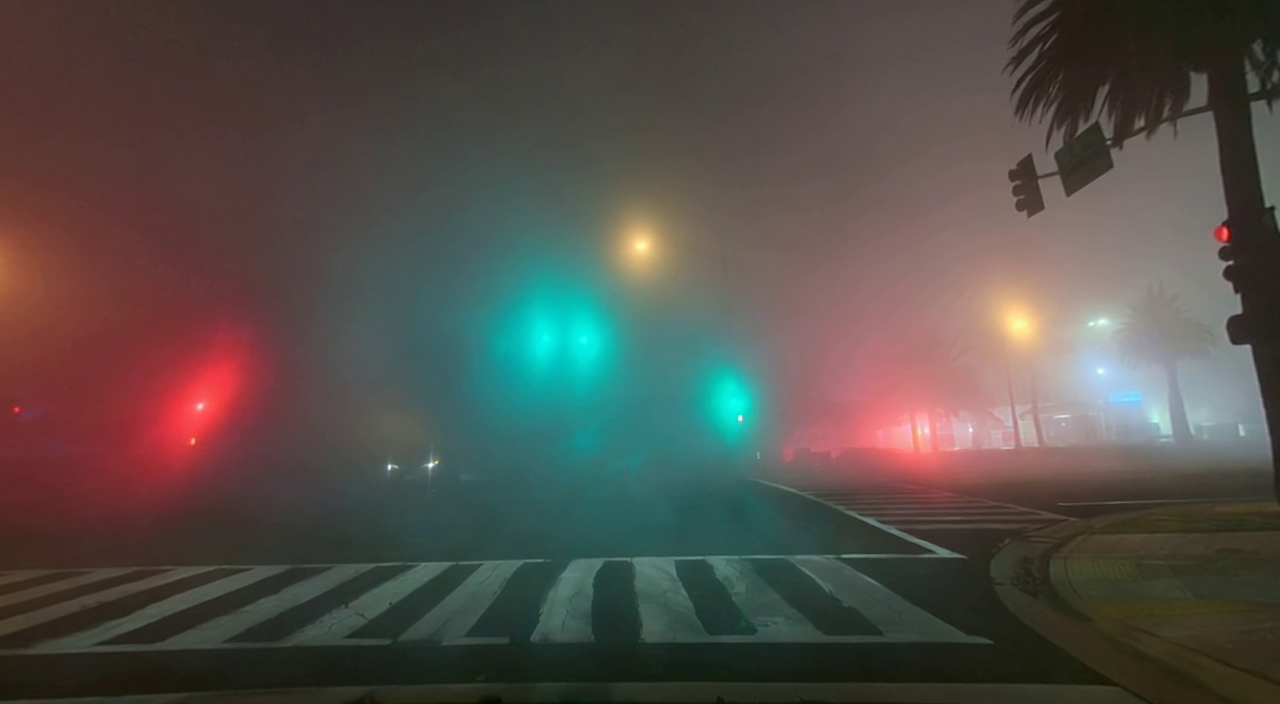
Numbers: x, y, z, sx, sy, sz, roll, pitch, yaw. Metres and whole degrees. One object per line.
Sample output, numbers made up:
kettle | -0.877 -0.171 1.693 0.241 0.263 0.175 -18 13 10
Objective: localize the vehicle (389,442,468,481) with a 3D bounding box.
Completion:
vehicle | -10.742 5.581 32.364 2.270 1.833 4.860 0 -9 1
